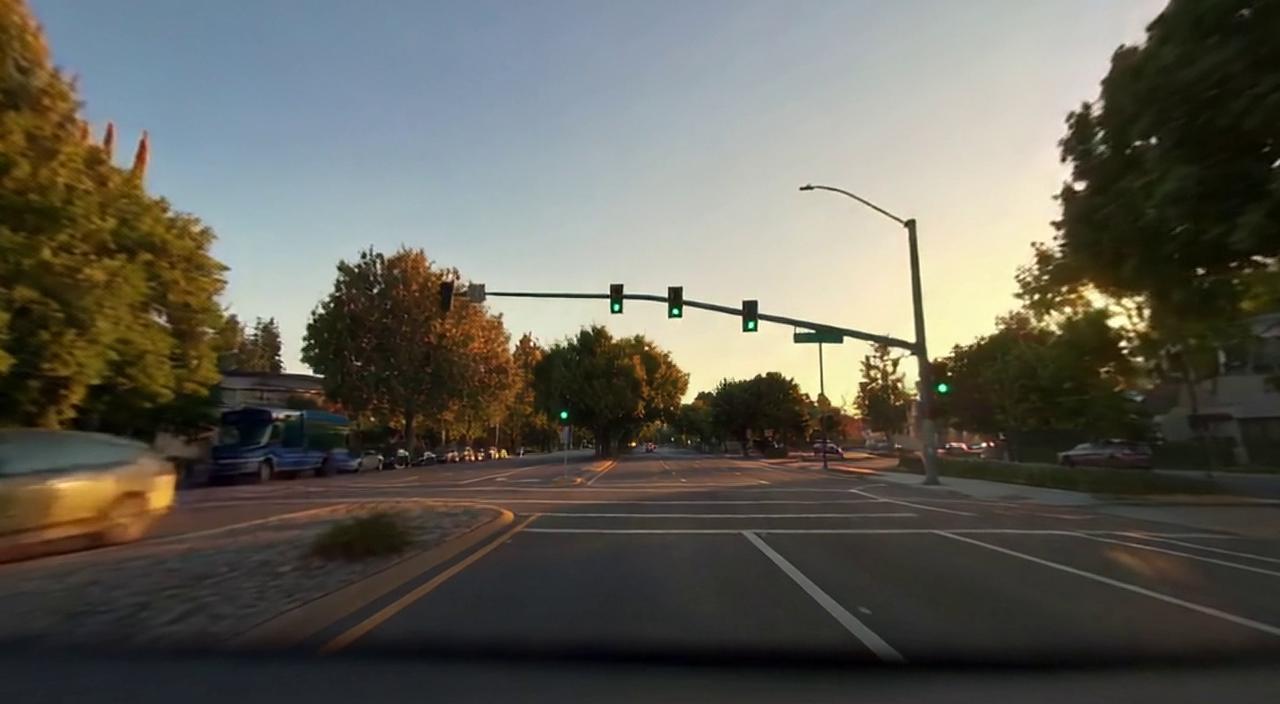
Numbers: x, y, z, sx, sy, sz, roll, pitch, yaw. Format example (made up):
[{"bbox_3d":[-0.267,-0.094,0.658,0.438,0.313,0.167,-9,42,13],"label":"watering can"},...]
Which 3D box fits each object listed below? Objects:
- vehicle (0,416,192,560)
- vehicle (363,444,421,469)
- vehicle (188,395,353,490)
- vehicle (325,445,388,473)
[{"bbox_3d":[-8.283,1.692,8.106,1.903,1.644,4.182,0,-8,1],"label":"vehicle"},{"bbox_3d":[-17.807,7.511,45.560,2.200,1.730,4.886,0,-8,-1],"label":"vehicle"},{"bbox_3d":[-17.678,4.461,31.154,3.028,3.724,9.001,-4,-8,-2],"label":"vehicle"},{"bbox_3d":[-17.882,6.754,39.993,1.892,1.681,4.596,0,-8,0],"label":"vehicle"}]
